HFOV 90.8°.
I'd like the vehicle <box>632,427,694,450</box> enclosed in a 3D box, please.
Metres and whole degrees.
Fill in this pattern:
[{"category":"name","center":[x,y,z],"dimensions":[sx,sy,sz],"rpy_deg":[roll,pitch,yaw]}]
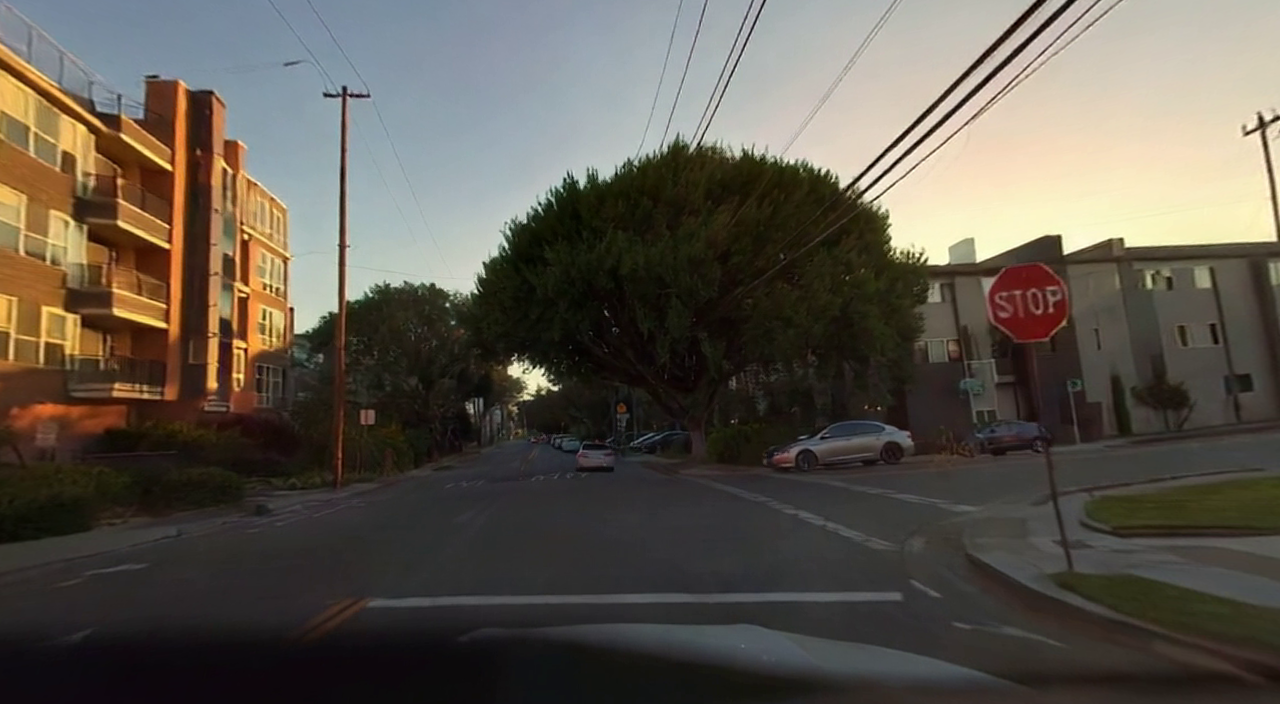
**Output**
[{"category":"vehicle","center":[1.739,6.599,48.302],"dimensions":[4.424,1.645,1.820],"rpy_deg":[2,-9,-14]}]

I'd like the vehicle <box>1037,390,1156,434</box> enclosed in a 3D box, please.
[{"category":"vehicle","center":[22.037,2.980,30.762],"dimensions":[1.976,1.876,4.405],"rpy_deg":[1,-9,-10]}]

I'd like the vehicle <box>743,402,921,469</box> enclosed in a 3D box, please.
[{"category":"vehicle","center":[5.635,2.598,19.217],"dimensions":[4.790,1.872,2.155],"rpy_deg":[-1,-11,7]}]

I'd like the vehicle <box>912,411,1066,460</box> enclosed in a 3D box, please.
[{"category":"vehicle","center":[12.998,3.140,23.649],"dimensions":[4.830,1.490,1.878],"rpy_deg":[-2,-9,-11]}]

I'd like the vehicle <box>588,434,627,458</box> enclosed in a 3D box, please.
[{"category":"vehicle","center":[-2.174,6.236,41.768],"dimensions":[1.918,1.475,4.060],"rpy_deg":[2,-9,-12]}]
